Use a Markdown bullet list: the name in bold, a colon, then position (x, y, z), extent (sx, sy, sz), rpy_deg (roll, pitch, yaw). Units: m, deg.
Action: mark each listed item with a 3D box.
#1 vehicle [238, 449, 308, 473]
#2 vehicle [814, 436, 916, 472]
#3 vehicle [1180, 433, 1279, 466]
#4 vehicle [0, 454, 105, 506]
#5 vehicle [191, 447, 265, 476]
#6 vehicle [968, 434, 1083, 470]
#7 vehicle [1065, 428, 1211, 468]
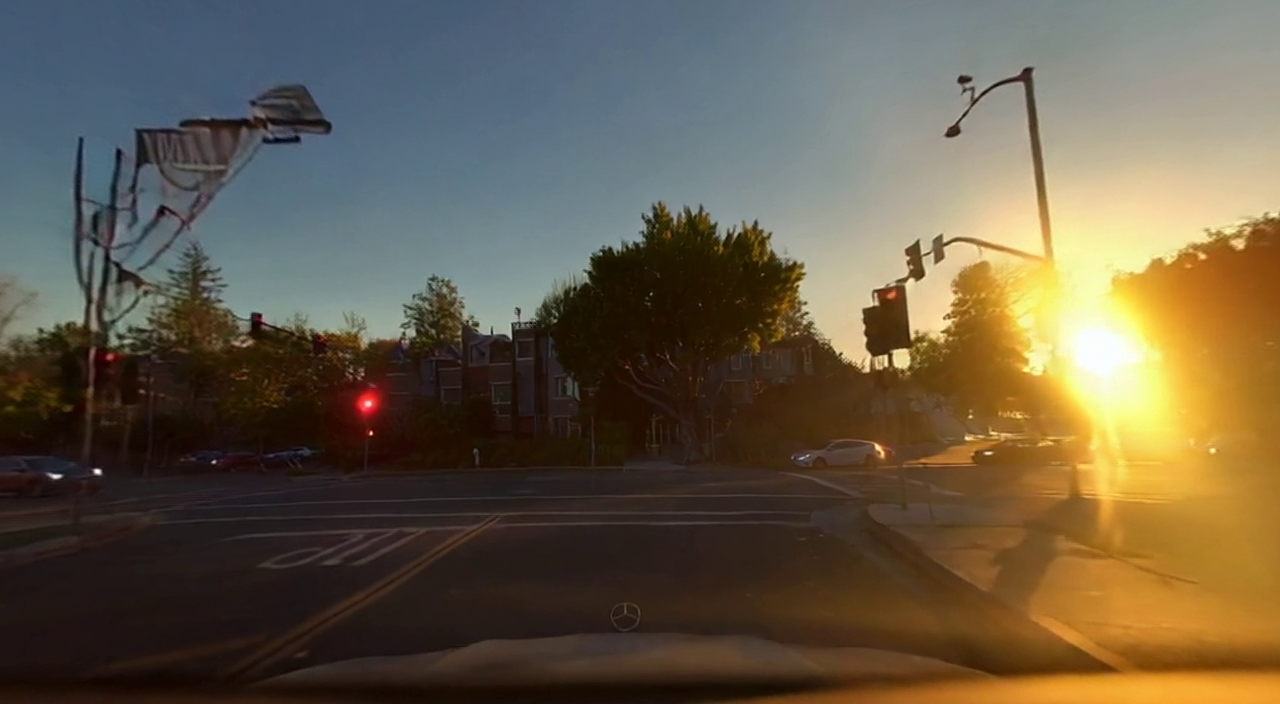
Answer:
- **vehicle**: position (-24.262, 7.188, 41.937), extent (1.817, 1.488, 4.631), rpy_deg (0, -8, 0)
- **vehicle**: position (9.800, 4.487, 27.749), extent (3.815, 1.504, 1.790), rpy_deg (0, -8, 2)
- **vehicle**: position (29.146, 4.653, 30.229), extent (4.692, 1.478, 1.886), rpy_deg (-1, -8, 3)
- **vehicle**: position (-19.849, 3.905, 19.510), extent (4.989, 1.442, 1.940), rpy_deg (-1, -8, 4)
- **vehicle**: position (-27.184, 7.184, 41.834), extent (1.967, 1.779, 4.159), rpy_deg (-1, -8, 2)
- **vehicle**: position (18.878, 4.915, 31.115), extent (4.326, 1.672, 1.903), rpy_deg (0, -8, 2)
- **vehicle**: position (21.401, 4.148, 27.331), extent (4.510, 1.673, 2.030), rpy_deg (0, -8, 1)
